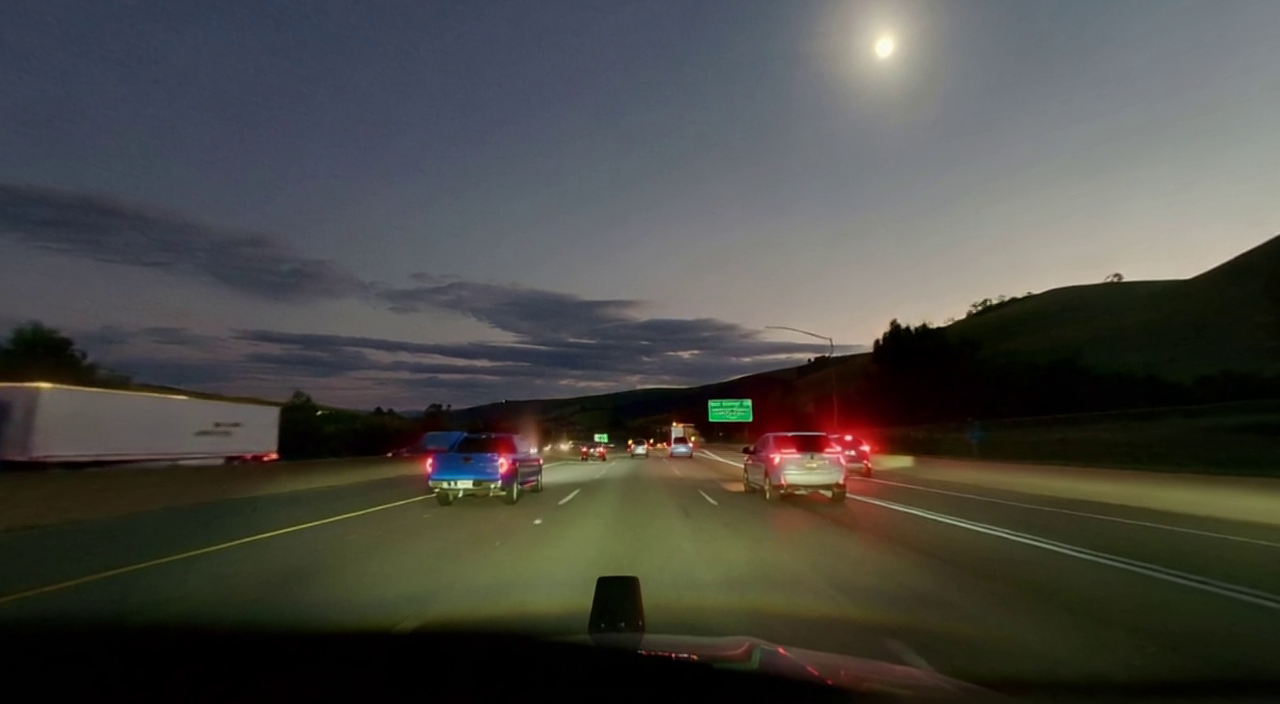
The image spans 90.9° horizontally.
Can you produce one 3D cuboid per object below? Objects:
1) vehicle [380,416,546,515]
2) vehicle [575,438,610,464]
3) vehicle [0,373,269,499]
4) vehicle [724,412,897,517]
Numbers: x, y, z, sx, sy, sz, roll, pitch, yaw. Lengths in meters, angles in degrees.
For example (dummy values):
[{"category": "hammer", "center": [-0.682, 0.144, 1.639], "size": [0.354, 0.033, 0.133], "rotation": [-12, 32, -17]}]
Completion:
[{"category": "vehicle", "center": [-3.747, 2.530, 14.599], "size": [2.227, 1.853, 5.161], "rotation": [0, -8, 1]}, {"category": "vehicle", "center": [-3.441, 7.275, 46.642], "size": [2.235, 1.785, 4.386], "rotation": [0, -8, 1]}, {"category": "vehicle", "center": [-24.330, 4.189, 30.421], "size": [2.923, 4.450, 16.456], "rotation": [-1, -9, 0]}, {"category": "vehicle", "center": [3.594, 2.530, 14.761], "size": [2.424, 1.952, 5.611], "rotation": [0, -8, -1]}]
